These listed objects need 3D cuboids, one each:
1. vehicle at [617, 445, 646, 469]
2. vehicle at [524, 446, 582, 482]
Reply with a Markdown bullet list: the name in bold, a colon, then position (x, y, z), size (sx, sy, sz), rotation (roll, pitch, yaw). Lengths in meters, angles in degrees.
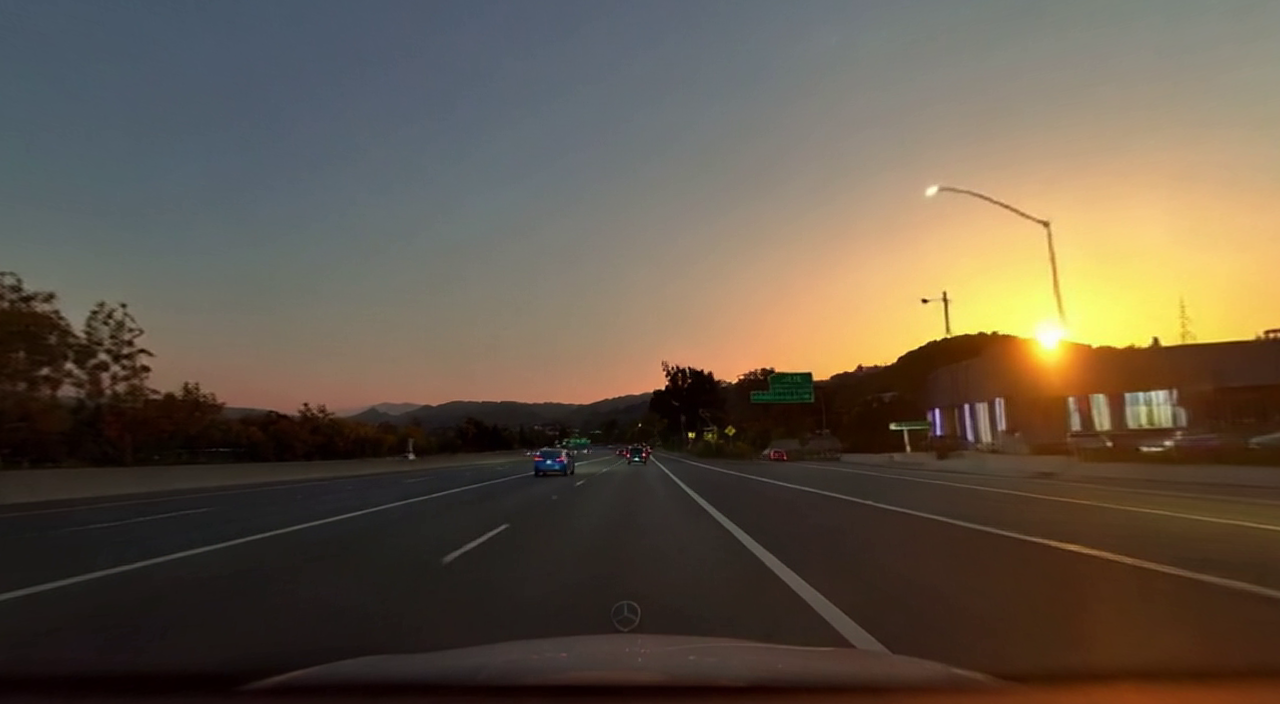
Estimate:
- **vehicle**: position (-0.607, 7.908, 47.501), size (2.102, 1.692, 4.057), rotation (0, -9, 1)
- **vehicle**: position (-4.034, 5.292, 29.959), size (2.071, 1.553, 4.388), rotation (0, -9, 1)
